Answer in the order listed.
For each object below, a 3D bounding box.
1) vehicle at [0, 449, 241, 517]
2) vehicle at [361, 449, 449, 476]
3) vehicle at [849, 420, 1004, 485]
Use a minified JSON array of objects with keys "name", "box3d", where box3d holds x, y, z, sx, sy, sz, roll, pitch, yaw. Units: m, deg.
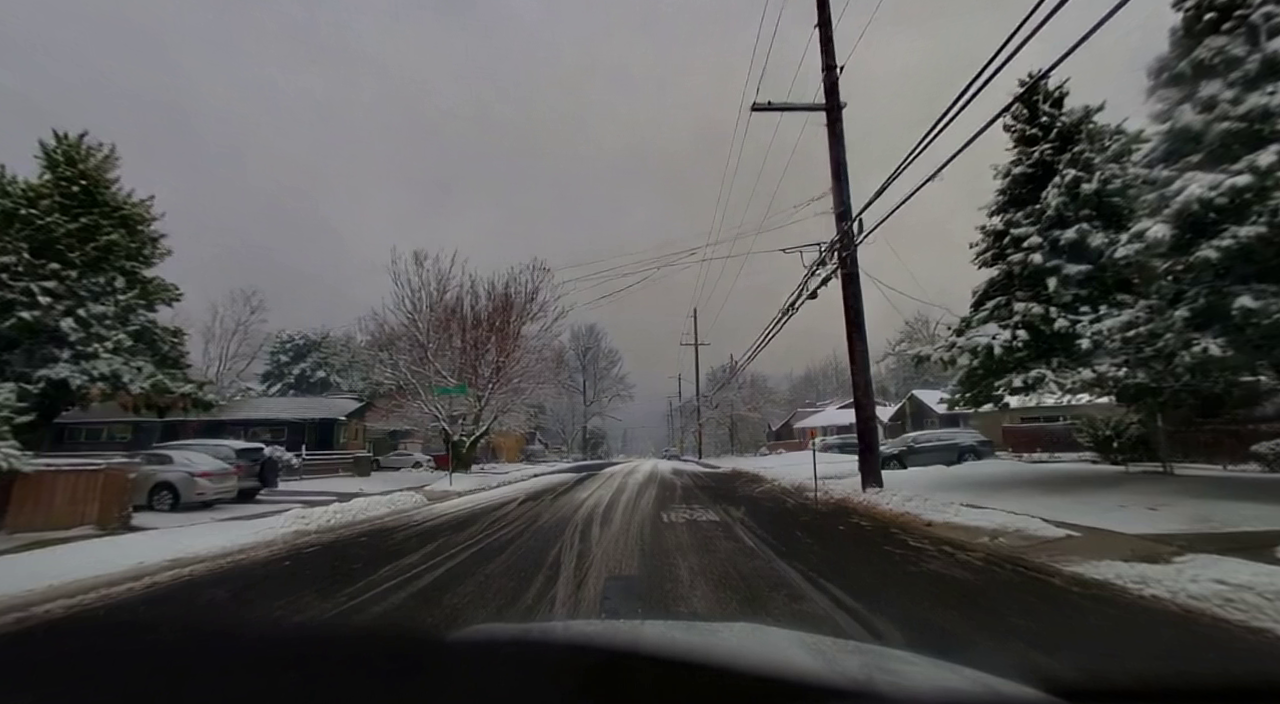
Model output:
[{"name":"vehicle","box3d":[-12.706,3.169,15.605,4.406,1.539,1.912,0,-9,2]},{"name":"vehicle","box3d":[-13.722,6.409,36.906,4.477,1.449,1.922,5,-10,-30]},{"name":"vehicle","box3d":[10.565,3.730,23.549,4.697,1.604,1.838,-8,-8,-2]}]
